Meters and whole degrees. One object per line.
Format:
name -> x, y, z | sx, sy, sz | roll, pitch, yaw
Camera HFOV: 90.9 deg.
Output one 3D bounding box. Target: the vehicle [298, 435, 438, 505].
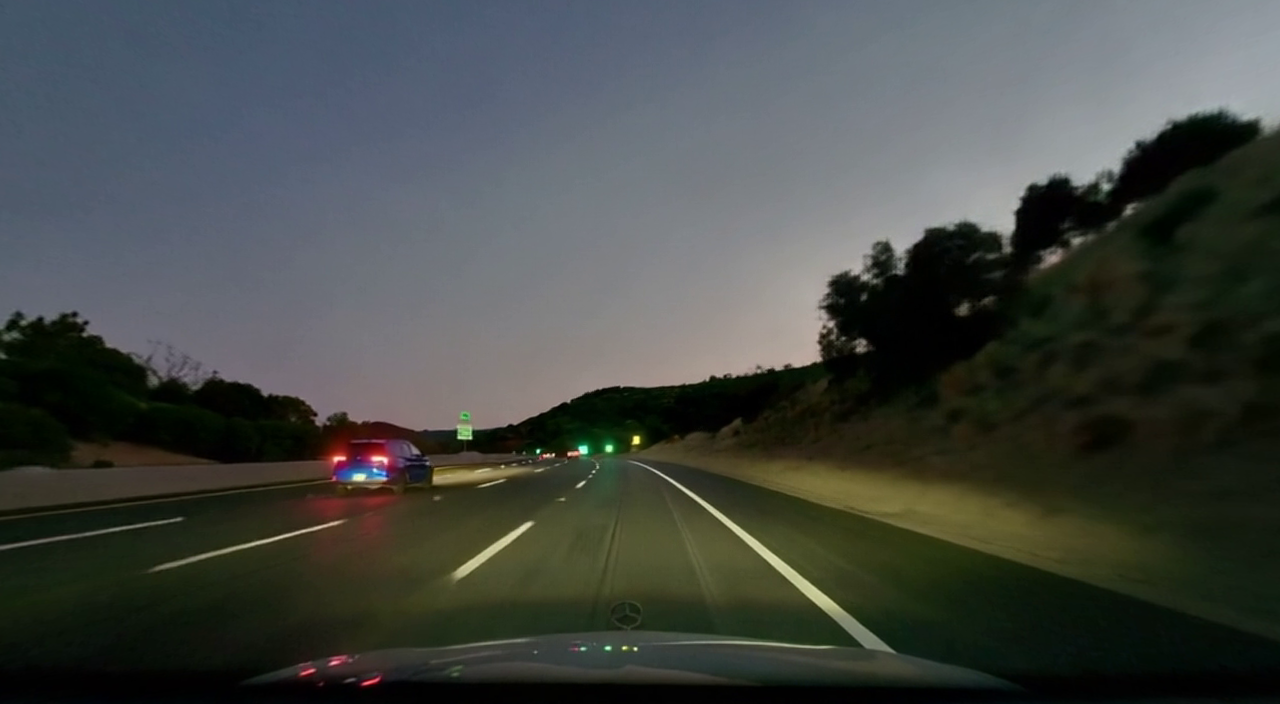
vehicle -> -7.526, 3.282, 18.042 | 2.046, 1.712, 4.533 | 0, -9, -1
